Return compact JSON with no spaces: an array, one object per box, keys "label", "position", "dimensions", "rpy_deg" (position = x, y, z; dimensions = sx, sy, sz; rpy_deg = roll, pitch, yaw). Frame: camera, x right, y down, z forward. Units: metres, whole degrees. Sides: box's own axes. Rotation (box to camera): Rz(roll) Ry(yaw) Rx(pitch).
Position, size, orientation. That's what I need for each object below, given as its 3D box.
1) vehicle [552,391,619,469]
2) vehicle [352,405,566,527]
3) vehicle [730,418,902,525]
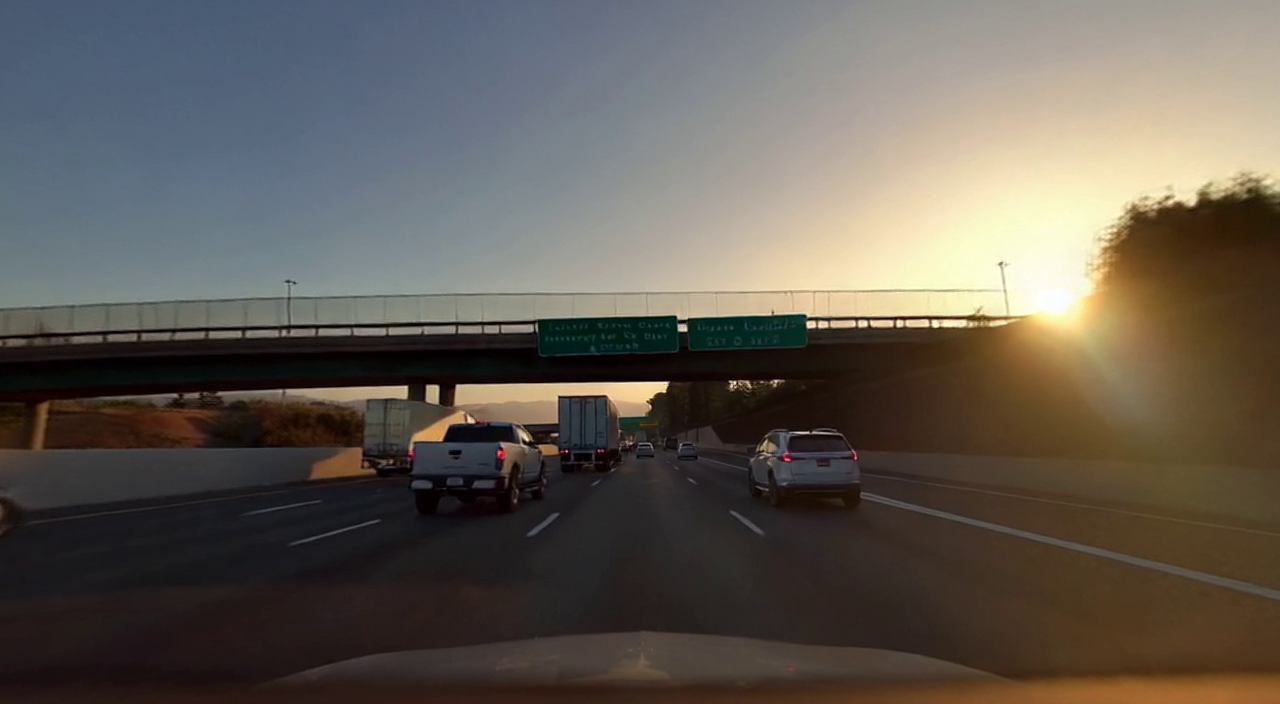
[{"label":"vehicle","position":[-3.140,5.248,41.269],"dimensions":[2.869,4.108,15.564],"rpy_deg":[0,-8,1]},{"label":"vehicle","position":[-3.429,2.399,13.892],"dimensions":[2.645,2.023,6.491],"rpy_deg":[0,-8,1]},{"label":"vehicle","position":[3.096,2.208,12.172],"dimensions":[2.028,1.658,4.334],"rpy_deg":[0,-8,0]}]
